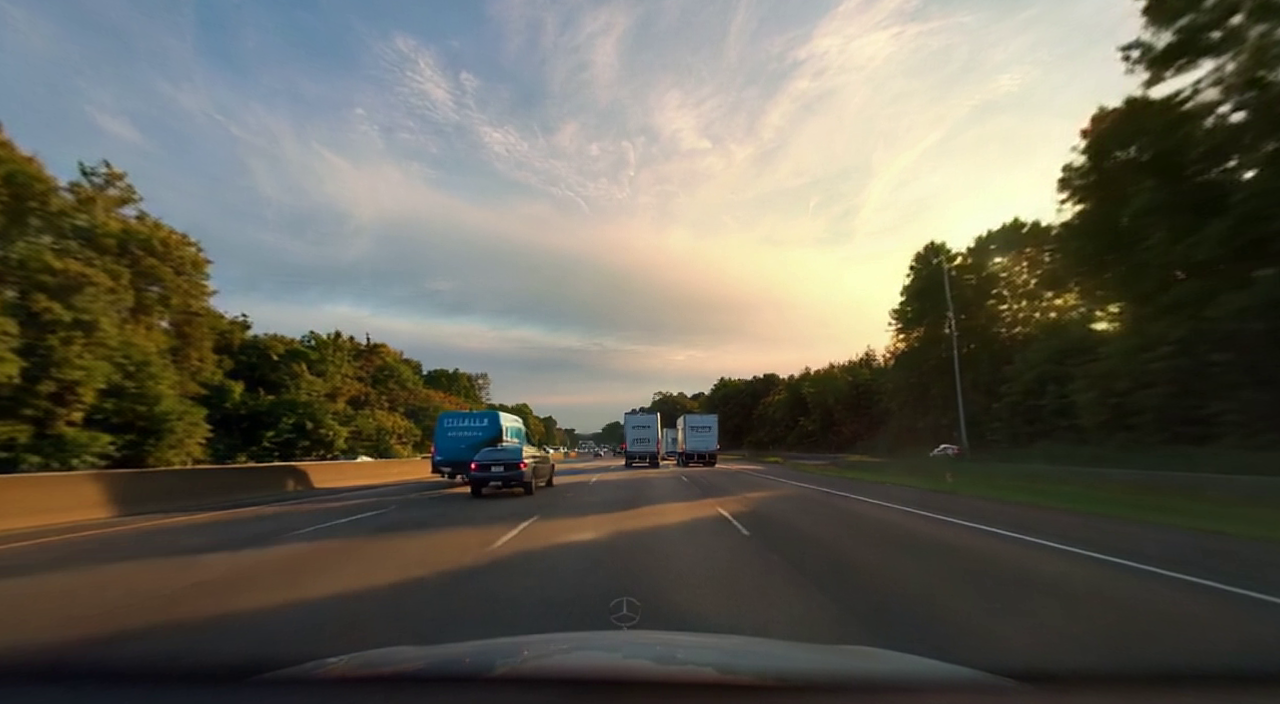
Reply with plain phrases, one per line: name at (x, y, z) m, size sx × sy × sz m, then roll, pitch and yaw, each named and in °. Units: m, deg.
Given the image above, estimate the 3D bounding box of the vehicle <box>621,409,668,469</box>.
vehicle at (0.259, 6.802, 48.717) m, size 3.201 × 4.019 × 10.918 m, roll 0°, pitch -9°, yaw 0°

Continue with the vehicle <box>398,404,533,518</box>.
vehicle at (-3.757, 2.425, 14.299) m, size 2.033 × 2.234 × 3.490 m, roll 0°, pitch -9°, yaw 0°
